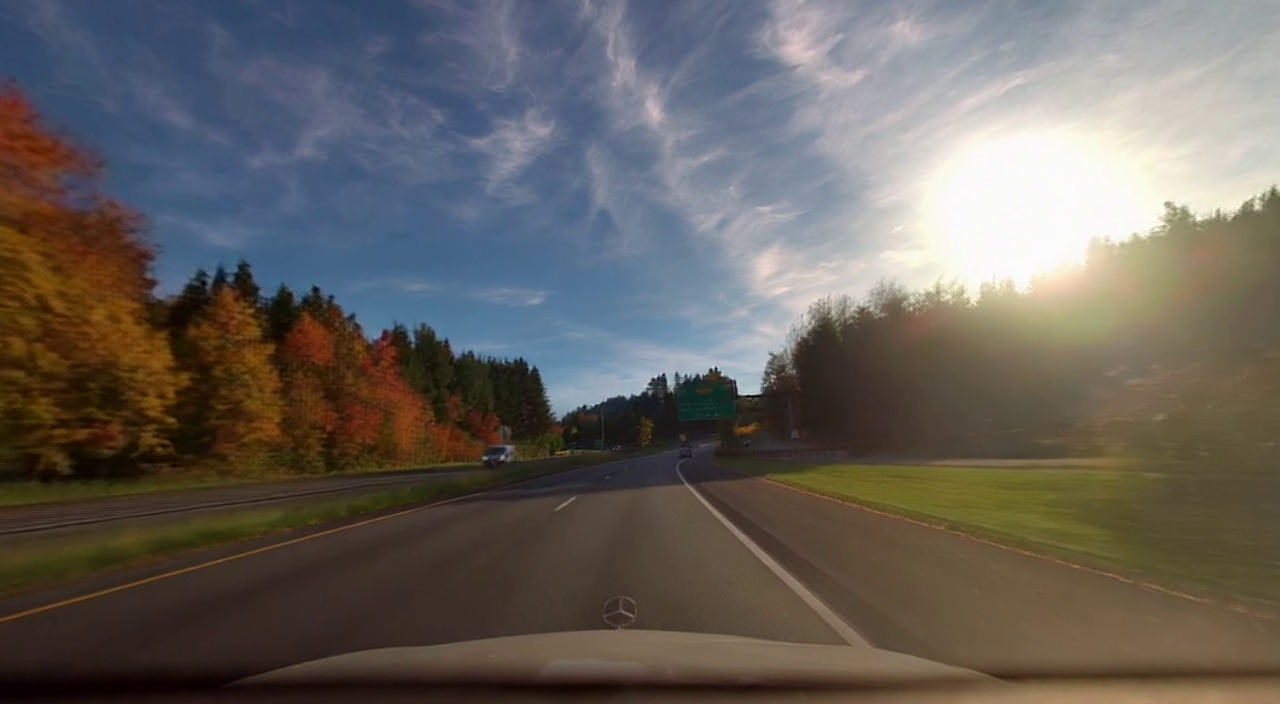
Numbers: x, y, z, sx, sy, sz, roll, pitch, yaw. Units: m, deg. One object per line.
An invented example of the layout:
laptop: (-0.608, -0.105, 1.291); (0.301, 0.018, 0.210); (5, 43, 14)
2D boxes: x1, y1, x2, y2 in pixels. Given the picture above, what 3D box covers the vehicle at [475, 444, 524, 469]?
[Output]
vehicle: (-10.746, 8.056, 48.426); (2.145, 1.788, 5.253); (-1, -9, 6)
